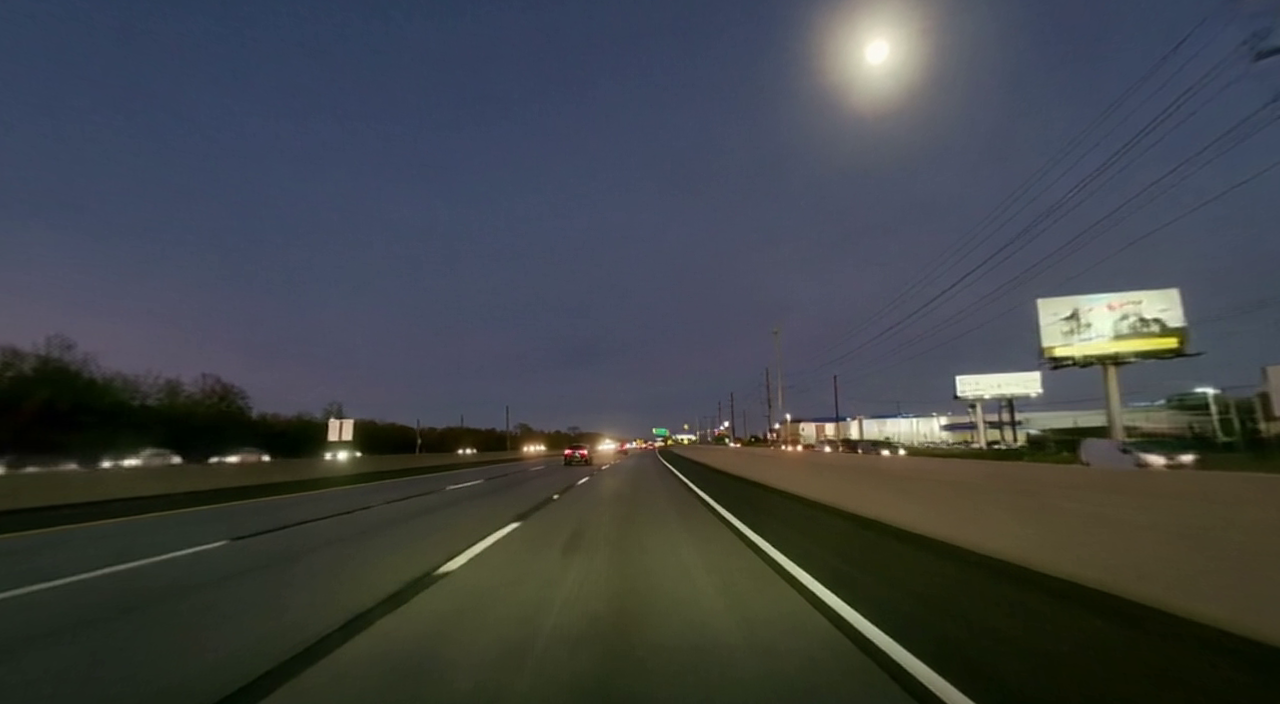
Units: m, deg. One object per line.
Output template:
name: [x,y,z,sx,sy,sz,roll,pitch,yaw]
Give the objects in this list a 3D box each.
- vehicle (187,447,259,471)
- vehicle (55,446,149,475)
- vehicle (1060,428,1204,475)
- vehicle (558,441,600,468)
vehicle: [-28.660,7.366,43.604,1.860,1.512,4.369,0,-9,1]
vehicle: [-33.046,6.636,39.015,1.880,1.650,4.437,0,-8,0]
vehicle: [18.944,3.853,24.668,1.842,1.639,4.554,0,-8,-2]
vehicle: [-3.583,6.127,37.995,1.940,1.479,4.545,0,-8,1]
